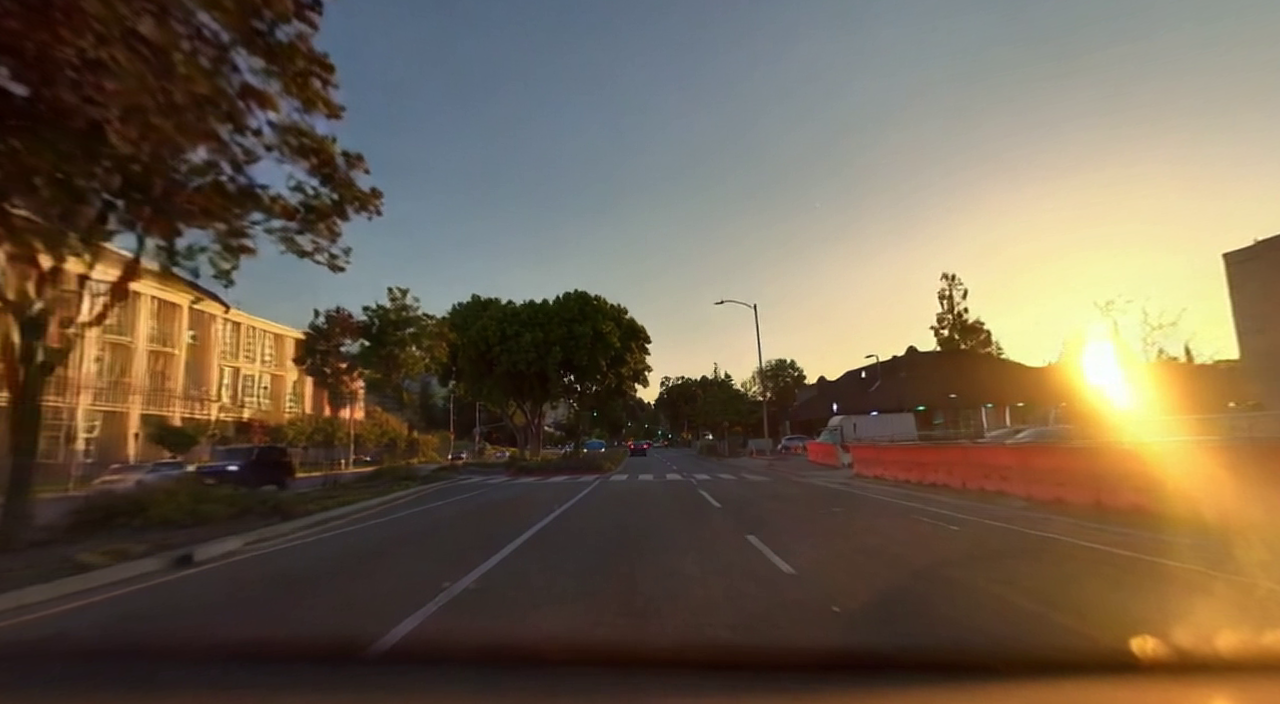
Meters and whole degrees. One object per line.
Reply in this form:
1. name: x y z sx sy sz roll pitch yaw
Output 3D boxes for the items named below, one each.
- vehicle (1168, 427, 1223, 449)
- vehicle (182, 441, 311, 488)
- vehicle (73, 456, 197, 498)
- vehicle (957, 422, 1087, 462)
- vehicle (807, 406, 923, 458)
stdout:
1. vehicle: 39.215 6.070 44.573 1.757 1.439 3.615 -5 -9 22
2. vehicle: -15.215 4.326 24.821 2.015 1.607 5.241 0 -8 -4
3. vehicle: -23.571 5.822 29.690 1.957 1.672 4.743 0 -8 -1
4. vehicle: 16.906 4.004 28.038 4.450 1.643 1.996 0 -8 -1
5. vehicle: 15.582 5.611 44.049 6.641 3.391 3.387 -1 -8 -5
